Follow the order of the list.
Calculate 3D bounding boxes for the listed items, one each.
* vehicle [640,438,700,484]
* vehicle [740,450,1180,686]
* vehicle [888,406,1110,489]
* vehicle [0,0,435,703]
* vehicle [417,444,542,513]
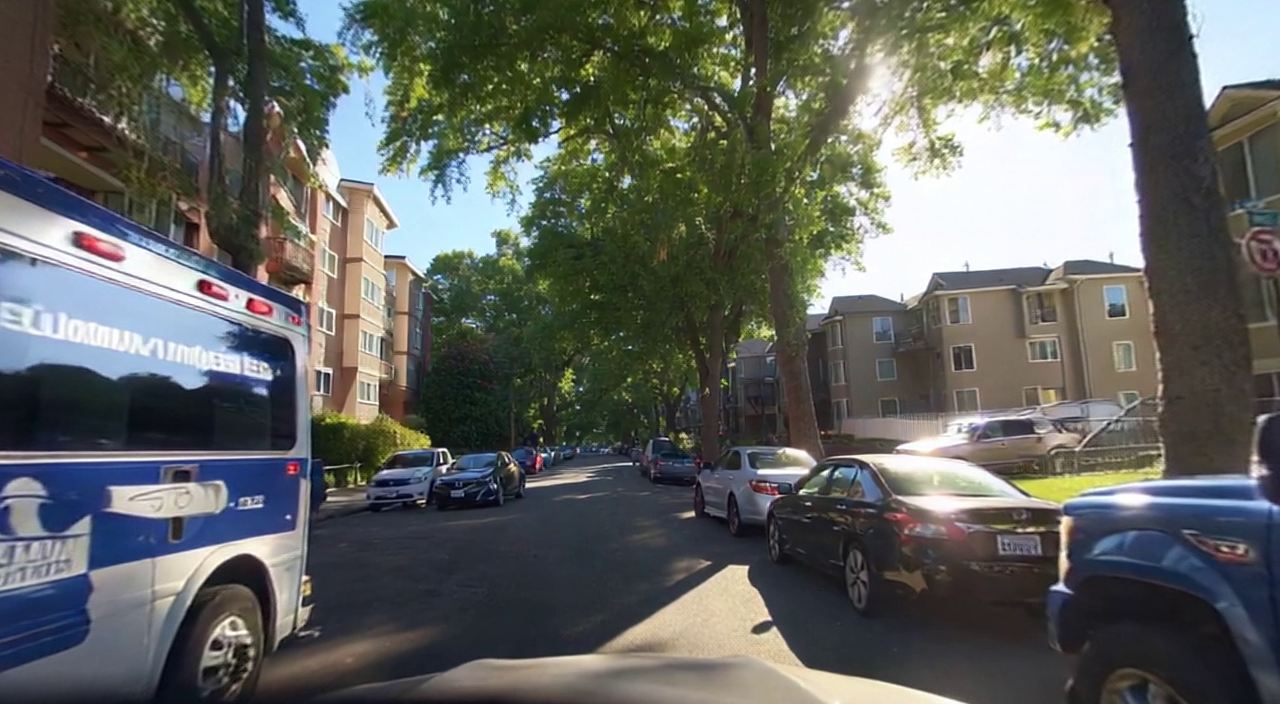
[{"bbox_3d":[1.107,4.345,25.439,1.878,1.664,4.033,1,-8,-5],"label":"vehicle"},{"bbox_3d":[2.276,1.622,5.961,1.720,1.333,4.233,1,-8,-4],"label":"vehicle"},{"bbox_3d":[9.066,2.457,16.249,4.416,1.784,1.929,-2,-10,-2],"label":"vehicle"},{"bbox_3d":[-2.659,0.101,0.689,2.705,2.859,6.875,0,-8,-2],"label":"vehicle"},{"bbox_3d":[-3.919,3.146,16.293,1.966,1.515,4.394,0,-8,1],"label":"vehicle"}]
